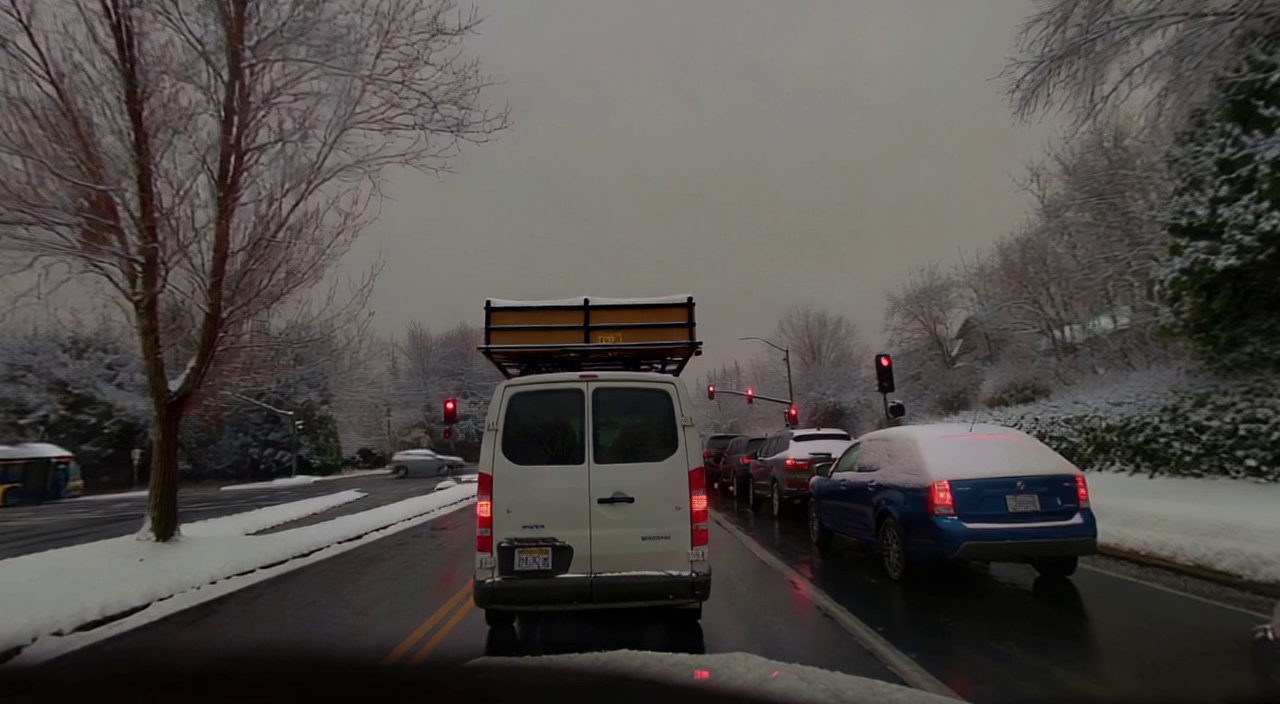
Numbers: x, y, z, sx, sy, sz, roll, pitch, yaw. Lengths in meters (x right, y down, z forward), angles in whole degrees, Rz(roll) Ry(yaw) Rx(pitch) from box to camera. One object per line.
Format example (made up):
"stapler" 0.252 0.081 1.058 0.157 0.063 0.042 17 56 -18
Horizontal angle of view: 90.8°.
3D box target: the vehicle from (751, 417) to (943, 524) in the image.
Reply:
"vehicle" 3.699 2.212 12.272 2.024 1.692 4.252 1 -9 -4

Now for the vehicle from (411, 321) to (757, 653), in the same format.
"vehicle" -0.356 1.149 6.198 2.145 2.089 4.309 0 -9 0

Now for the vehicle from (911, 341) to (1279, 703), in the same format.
"vehicle" 3.450 0.938 3.401 1.965 1.671 4.146 0 -9 -3

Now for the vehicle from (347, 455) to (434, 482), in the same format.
"vehicle" -13.600 6.312 34.521 4.135 1.321 1.687 5 -10 -33
